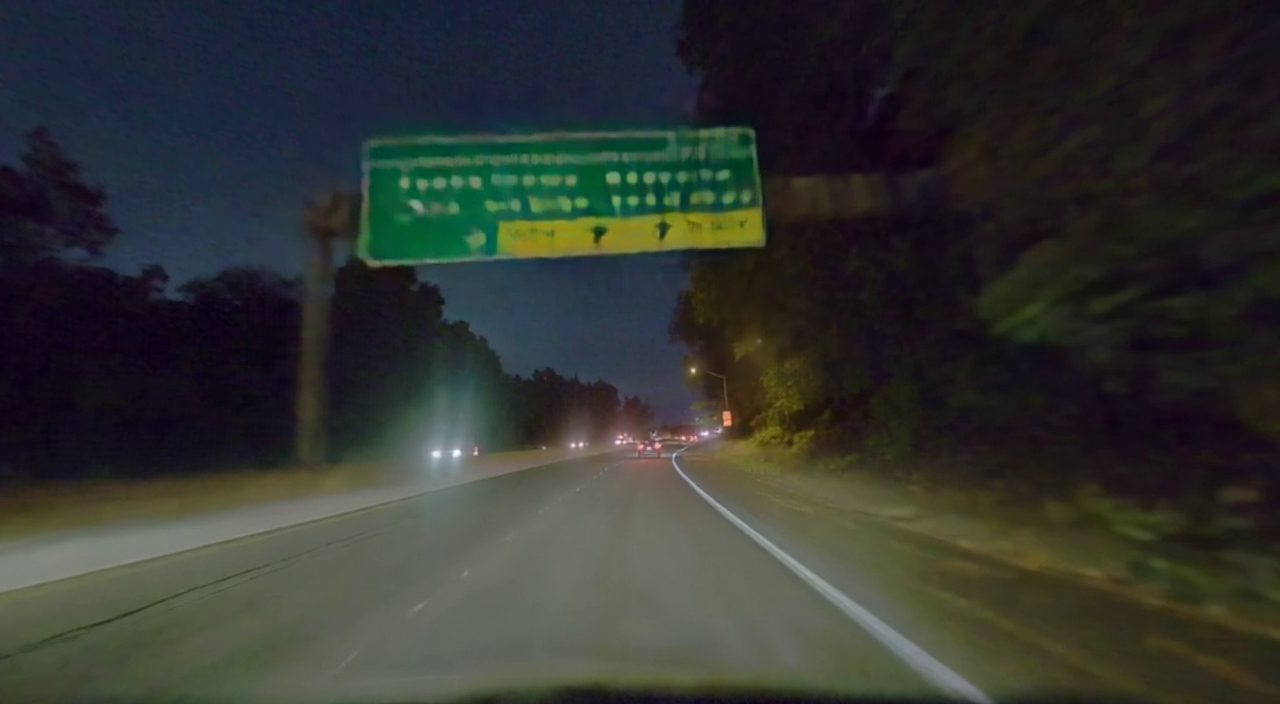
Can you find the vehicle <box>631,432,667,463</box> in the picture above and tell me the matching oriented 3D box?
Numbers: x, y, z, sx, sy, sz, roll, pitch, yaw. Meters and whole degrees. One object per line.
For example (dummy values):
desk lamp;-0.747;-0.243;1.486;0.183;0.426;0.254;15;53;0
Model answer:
vehicle;0.598;6.177;40.745;2.188;1.825;4.282;-1;-8;2
